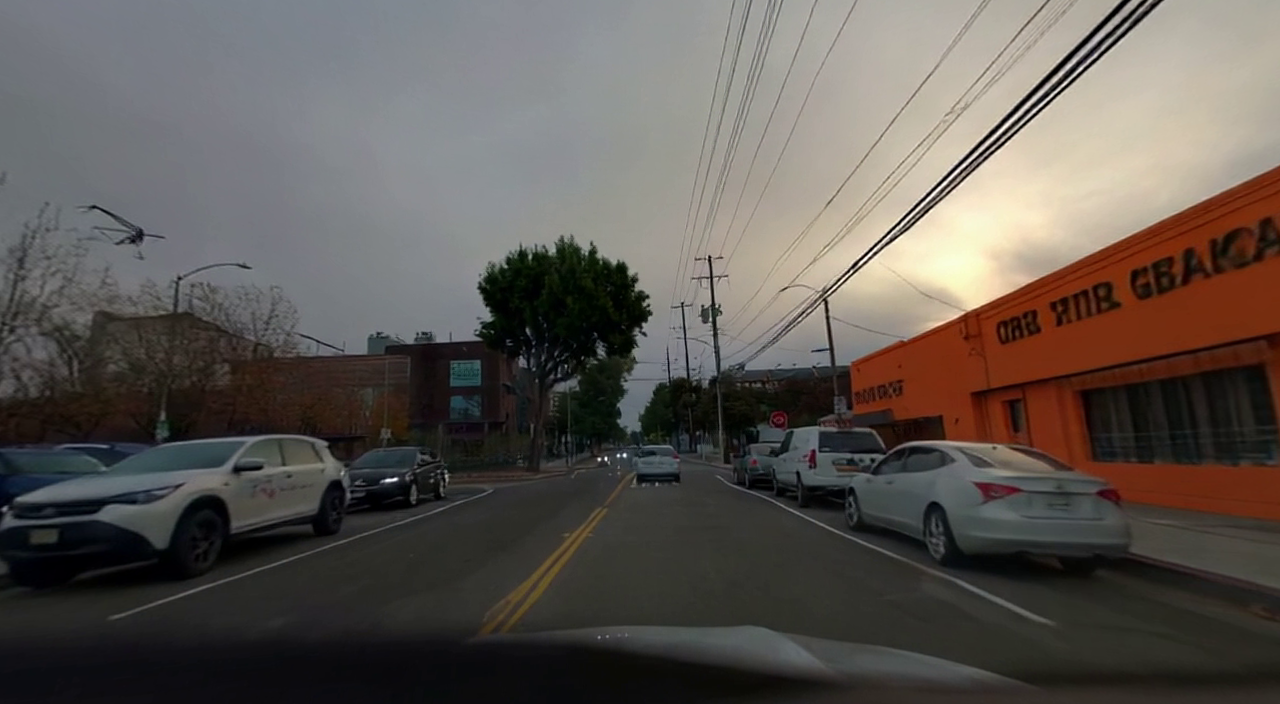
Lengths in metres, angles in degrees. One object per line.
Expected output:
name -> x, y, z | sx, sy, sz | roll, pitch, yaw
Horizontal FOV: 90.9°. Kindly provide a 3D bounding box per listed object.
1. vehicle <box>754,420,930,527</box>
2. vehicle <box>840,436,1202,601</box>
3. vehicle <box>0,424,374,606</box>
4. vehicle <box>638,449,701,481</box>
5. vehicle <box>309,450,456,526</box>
vehicle -> 4.069, 2.505, 13.756 | 2.178, 1.856, 4.756 | 2, -7, -1
vehicle -> 4.135, 1.825, 7.964 | 1.840, 1.452, 4.517 | 0, -8, 2
vehicle -> -5.885, 1.995, 8.869 | 2.146, 1.775, 5.117 | 0, -8, -2
vehicle -> 1.588, 5.685, 32.147 | 2.033, 1.464, 4.645 | -3, -9, 18
vehicle -> -5.709, 3.011, 14.509 | 1.820, 1.482, 3.737 | 0, -8, -1
